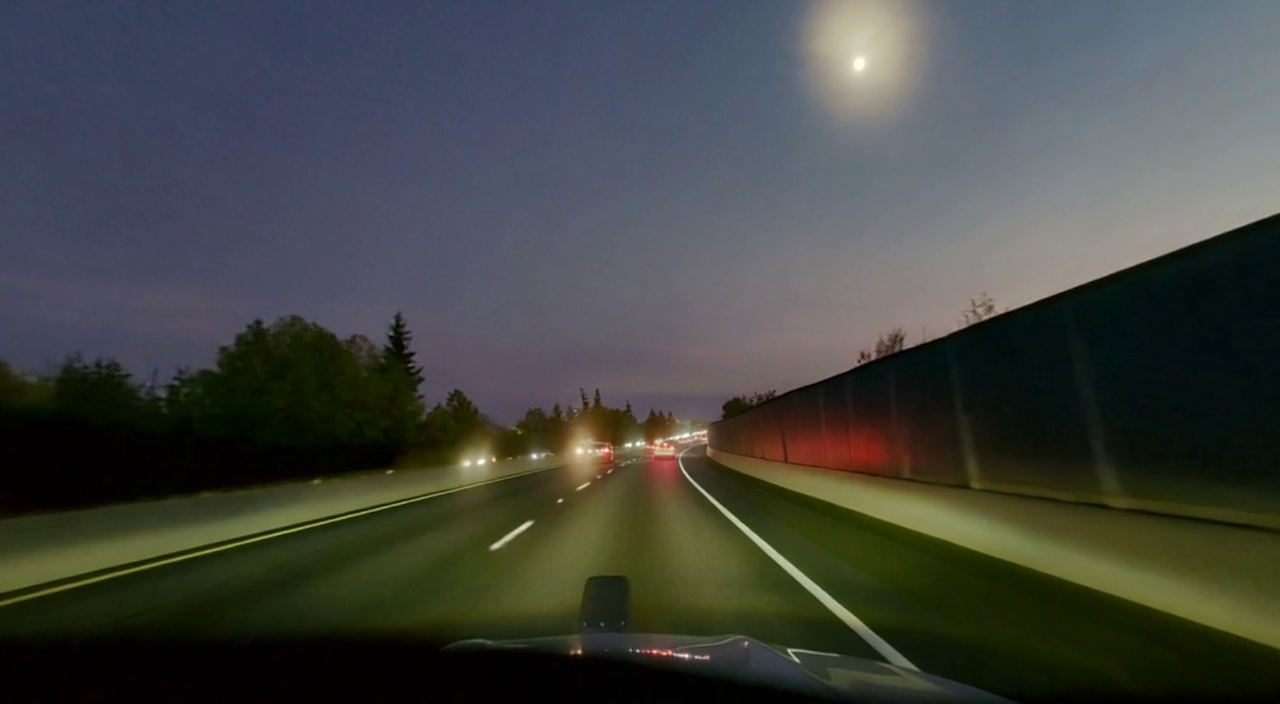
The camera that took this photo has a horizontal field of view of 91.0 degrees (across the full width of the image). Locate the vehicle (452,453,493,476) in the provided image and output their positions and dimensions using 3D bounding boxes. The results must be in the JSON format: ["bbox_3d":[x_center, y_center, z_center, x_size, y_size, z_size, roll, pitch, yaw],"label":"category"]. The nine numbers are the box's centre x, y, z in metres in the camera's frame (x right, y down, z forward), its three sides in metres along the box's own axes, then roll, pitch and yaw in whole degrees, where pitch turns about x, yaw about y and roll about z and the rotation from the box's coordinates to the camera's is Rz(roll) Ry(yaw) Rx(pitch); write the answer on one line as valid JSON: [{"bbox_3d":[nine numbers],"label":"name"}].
[{"bbox_3d":[-12.977,8.711,48.910,1.795,1.604,4.254,-1,-8,3],"label":"vehicle"}]

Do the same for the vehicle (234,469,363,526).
[{"bbox_3d":[-10.546,4.497,19.820,1.758,1.406,4.118,0,-8,0],"label":"vehicle"}]

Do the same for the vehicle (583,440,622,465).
[{"bbox_3d":[-2.388,6.528,41.029,1.985,1.518,3.847,-1,-8,4],"label":"vehicle"}]

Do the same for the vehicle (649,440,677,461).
[{"bbox_3d":[1.857,7.708,49.287,2.077,1.533,3.854,-1,-8,4],"label":"vehicle"}]
